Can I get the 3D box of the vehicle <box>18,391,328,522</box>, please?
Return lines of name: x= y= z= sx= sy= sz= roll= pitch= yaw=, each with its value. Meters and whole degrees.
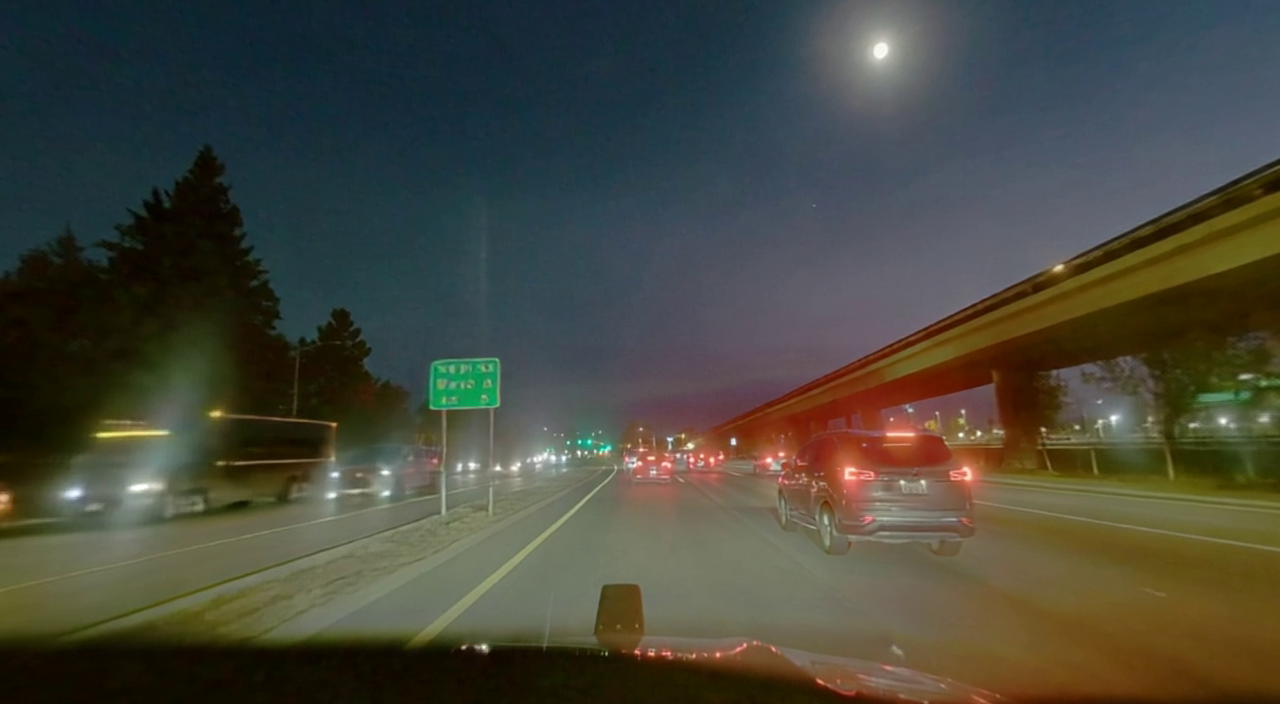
vehicle: x=-15.830 y=3.725 z=23.250 sx=3.206 sy=3.617 sz=10.684 roll=-1 pitch=-8 yaw=0

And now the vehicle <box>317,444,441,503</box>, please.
vehicle: x=-8.627 y=4.016 z=21.454 sx=2.165 sy=1.764 sz=4.671 roll=0 pitch=-9 yaw=0

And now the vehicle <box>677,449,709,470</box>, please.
vehicle: x=3.767 y=7.741 z=45.634 sx=1.962 sy=1.431 sz=4.205 roll=0 pitch=-9 yaw=0

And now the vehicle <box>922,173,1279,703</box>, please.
vehicle: x=3.449 y=0.592 z=2.254 sx=2.588 sy=2.321 sz=4.927 roll=0 pitch=-9 yaw=0

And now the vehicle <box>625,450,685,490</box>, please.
vehicle: x=0.511 y=4.312 z=23.384 sx=2.027 sy=1.341 sz=3.775 roll=0 pitch=-9 yaw=0

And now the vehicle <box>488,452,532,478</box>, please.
vehicle: x=-8.251 y=7.184 z=40.408 sx=1.858 sy=1.494 sz=4.034 roll=0 pitch=-9 yaw=1
